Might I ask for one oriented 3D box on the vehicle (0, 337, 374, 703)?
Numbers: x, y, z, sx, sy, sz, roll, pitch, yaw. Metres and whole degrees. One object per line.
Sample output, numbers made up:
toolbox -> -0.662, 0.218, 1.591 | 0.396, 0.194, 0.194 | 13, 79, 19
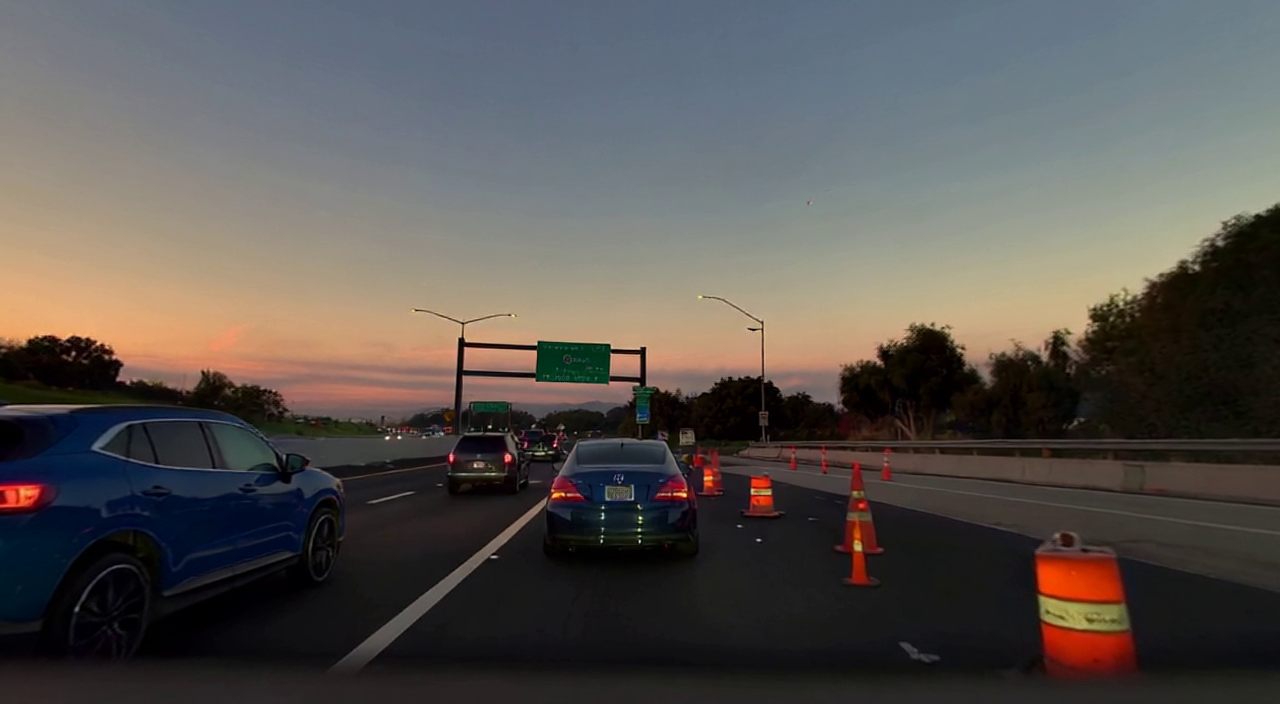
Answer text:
vehicle -> -3.636, 1.052, 4.193 | 2.025, 1.708, 4.089 | 0, -9, -1

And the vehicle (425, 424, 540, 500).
vehicle -> -3.939, 2.826, 16.537 | 1.982, 1.727, 4.057 | 0, -9, -1

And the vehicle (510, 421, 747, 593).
vehicle -> -0.182, 1.653, 7.585 | 2.069, 1.484, 3.982 | 0, -9, -3
